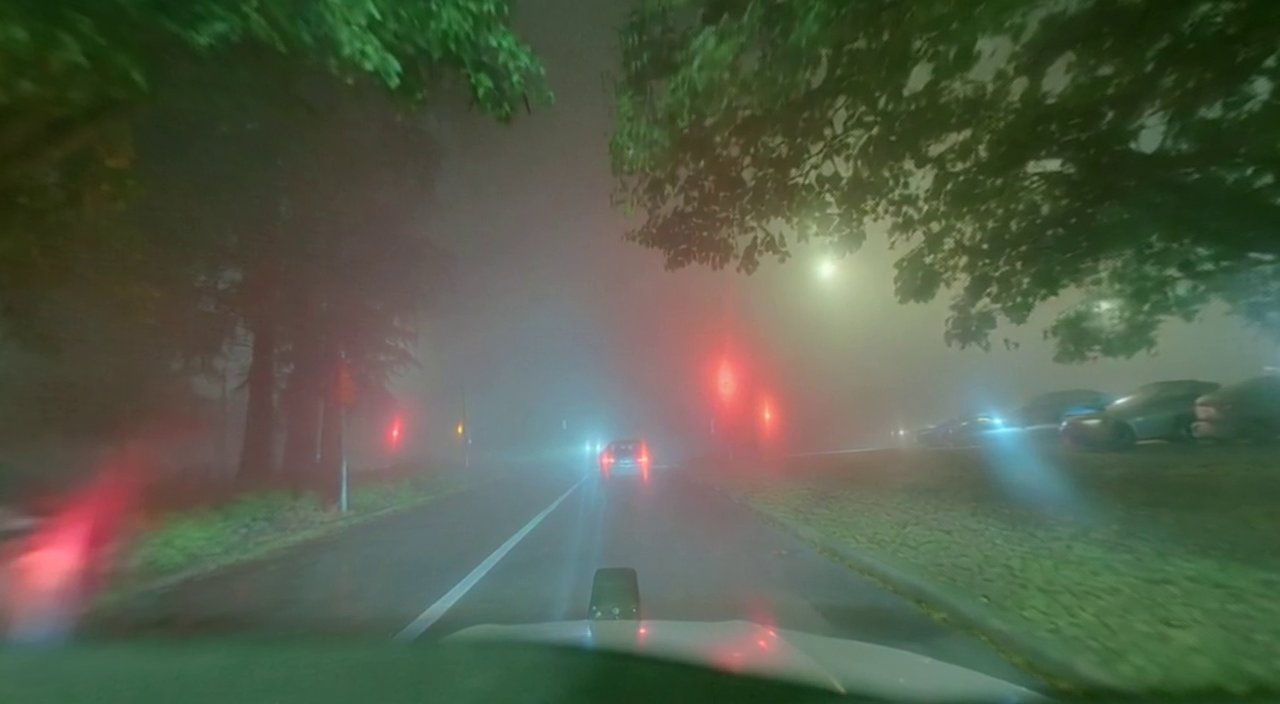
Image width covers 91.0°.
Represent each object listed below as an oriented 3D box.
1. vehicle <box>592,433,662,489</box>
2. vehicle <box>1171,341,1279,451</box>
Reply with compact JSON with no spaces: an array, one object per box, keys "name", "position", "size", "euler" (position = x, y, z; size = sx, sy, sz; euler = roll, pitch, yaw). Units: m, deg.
[{"name":"vehicle","position":[-0.391,3.633,21.349],"size":[2.142,1.686,3.816],"euler":[-1,-8,1]},{"name":"vehicle","position":[11.687,0.671,9.974],"size":[4.559,1.619,1.855],"euler":[-3,-9,6]}]
